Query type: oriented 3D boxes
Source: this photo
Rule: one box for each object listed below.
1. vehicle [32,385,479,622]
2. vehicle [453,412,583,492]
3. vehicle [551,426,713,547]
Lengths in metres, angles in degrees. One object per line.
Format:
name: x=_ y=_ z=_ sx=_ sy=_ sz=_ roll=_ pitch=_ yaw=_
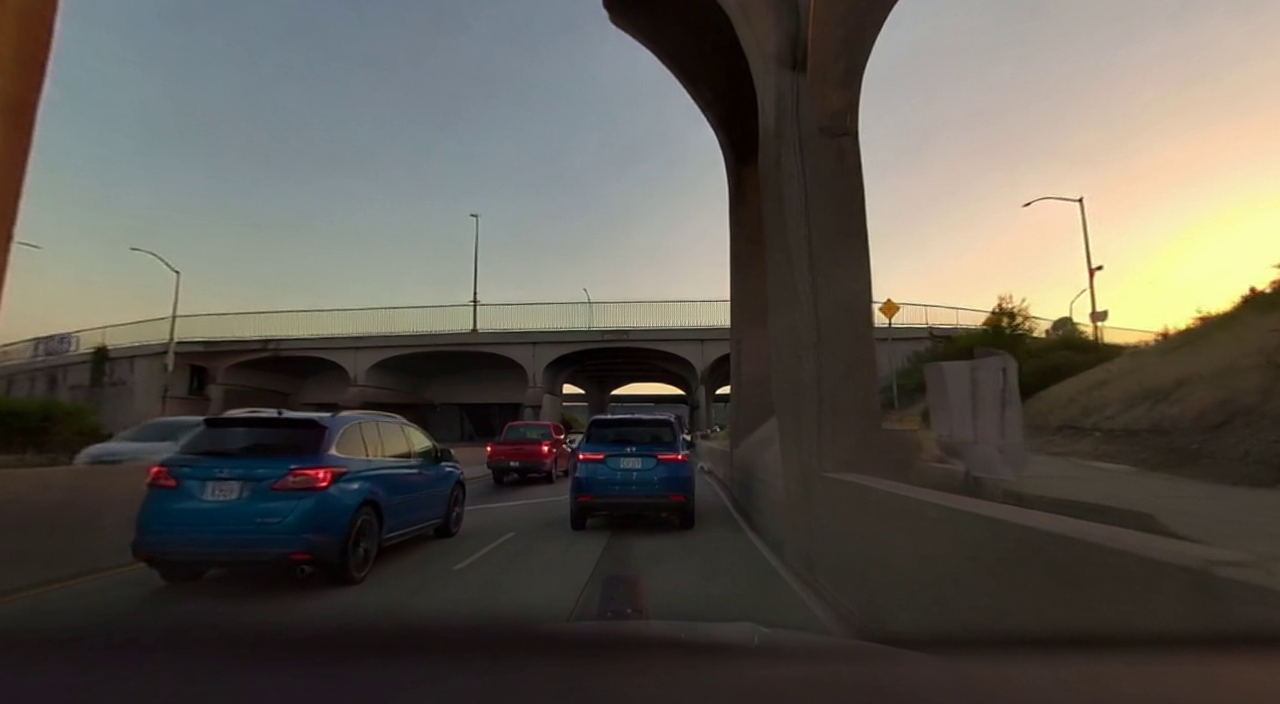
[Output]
vehicle: x=-3.480 y=1.473 z=7.079 sx=2.017 sy=1.761 sz=4.572 roll=0 pitch=-9 yaw=2
vehicle: x=-3.245 y=2.878 z=18.341 sx=2.329 sy=1.948 sz=5.800 roll=-1 pitch=-9 yaw=3
vehicle: x=-0.015 y=1.977 z=9.932 sx=2.020 sy=1.478 sz=4.092 roll=0 pitch=-9 yaw=3
